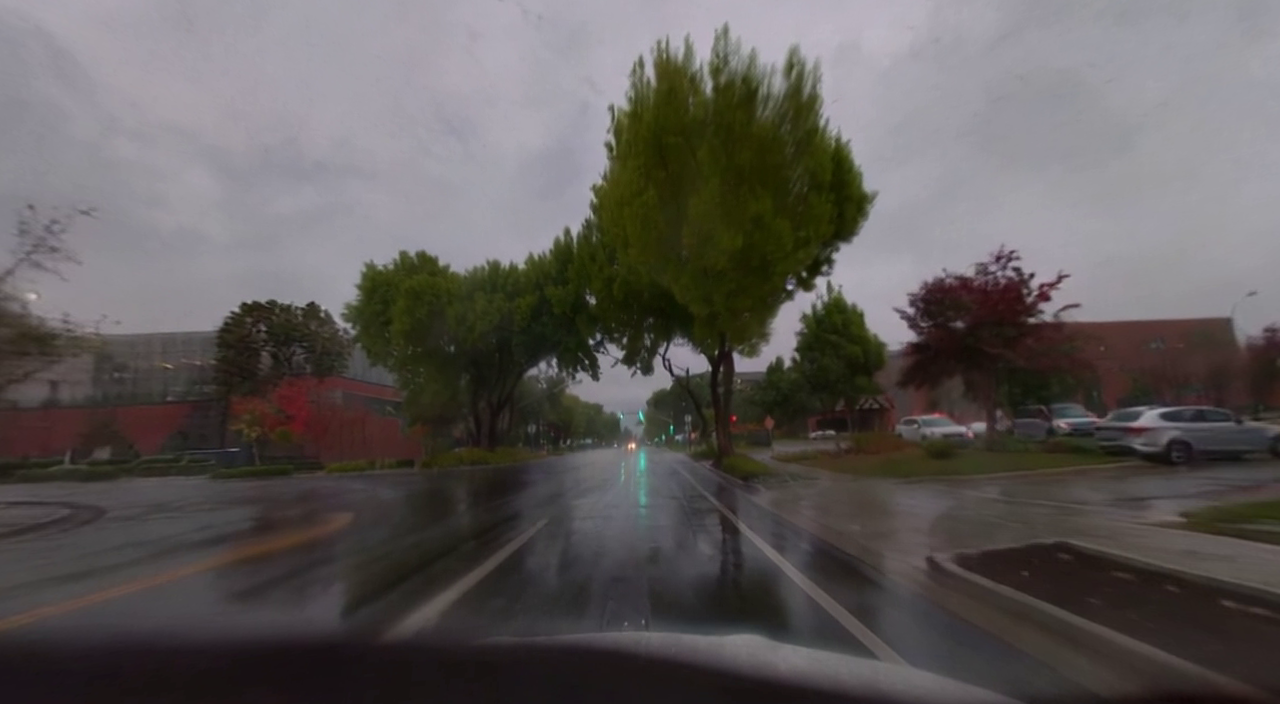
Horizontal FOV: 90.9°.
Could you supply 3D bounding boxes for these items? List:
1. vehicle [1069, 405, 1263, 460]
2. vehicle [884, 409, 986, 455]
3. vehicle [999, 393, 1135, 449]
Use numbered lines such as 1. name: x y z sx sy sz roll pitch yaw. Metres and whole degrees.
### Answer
1. vehicle: 15.177 2.412 18.593 1.866 1.420 4.447 0 -9 0
2. vehicle: 11.741 3.281 25.529 2.036 1.636 4.995 0 -8 5
3. vehicle: 16.879 2.844 25.313 2.027 1.910 4.824 -3 -8 1
